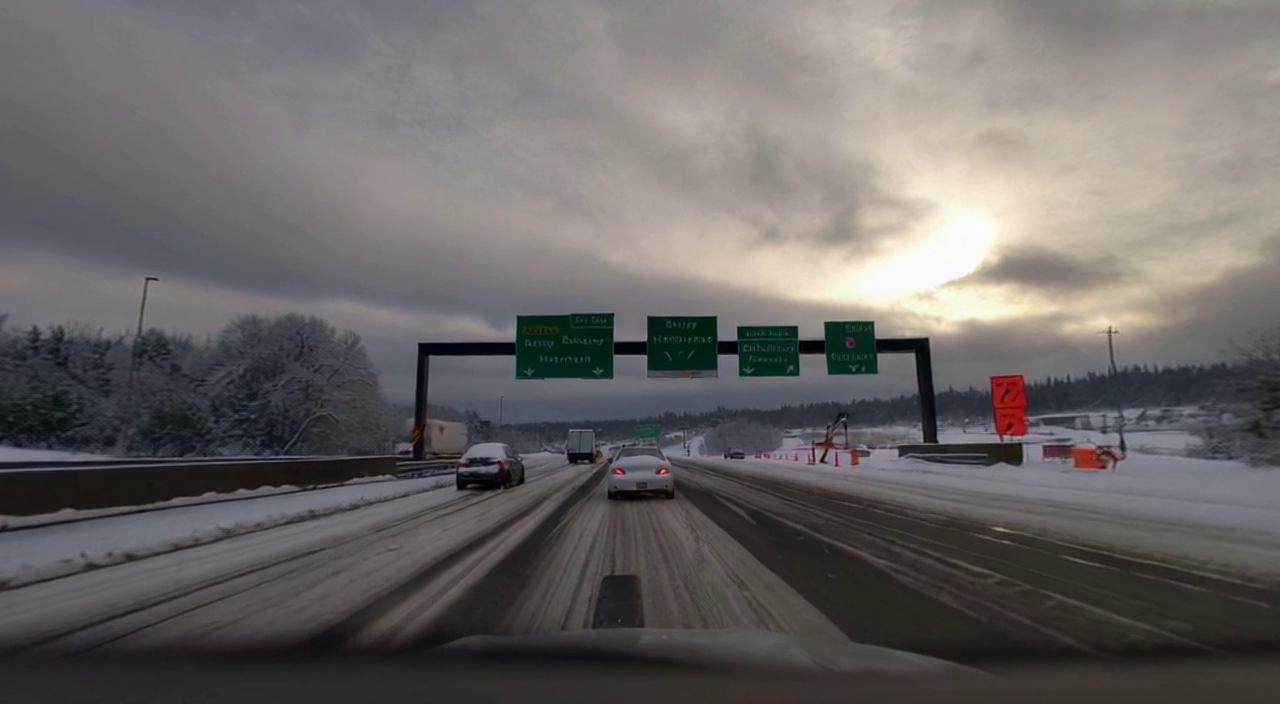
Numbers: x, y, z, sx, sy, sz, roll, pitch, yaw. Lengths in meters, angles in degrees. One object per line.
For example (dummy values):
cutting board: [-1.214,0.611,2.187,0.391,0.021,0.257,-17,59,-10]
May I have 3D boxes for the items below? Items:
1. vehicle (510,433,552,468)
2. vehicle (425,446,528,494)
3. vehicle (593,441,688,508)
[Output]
vehicle: [-7.593,6.931,44.146,2.204,2.295,4.830,0,-9,-2]
vehicle: [-5.242,3.819,20.725,2.063,1.417,4.000,-1,-9,4]
vehicle: [-0.013,2.974,15.621,2.080,1.451,3.512,0,-9,-1]
